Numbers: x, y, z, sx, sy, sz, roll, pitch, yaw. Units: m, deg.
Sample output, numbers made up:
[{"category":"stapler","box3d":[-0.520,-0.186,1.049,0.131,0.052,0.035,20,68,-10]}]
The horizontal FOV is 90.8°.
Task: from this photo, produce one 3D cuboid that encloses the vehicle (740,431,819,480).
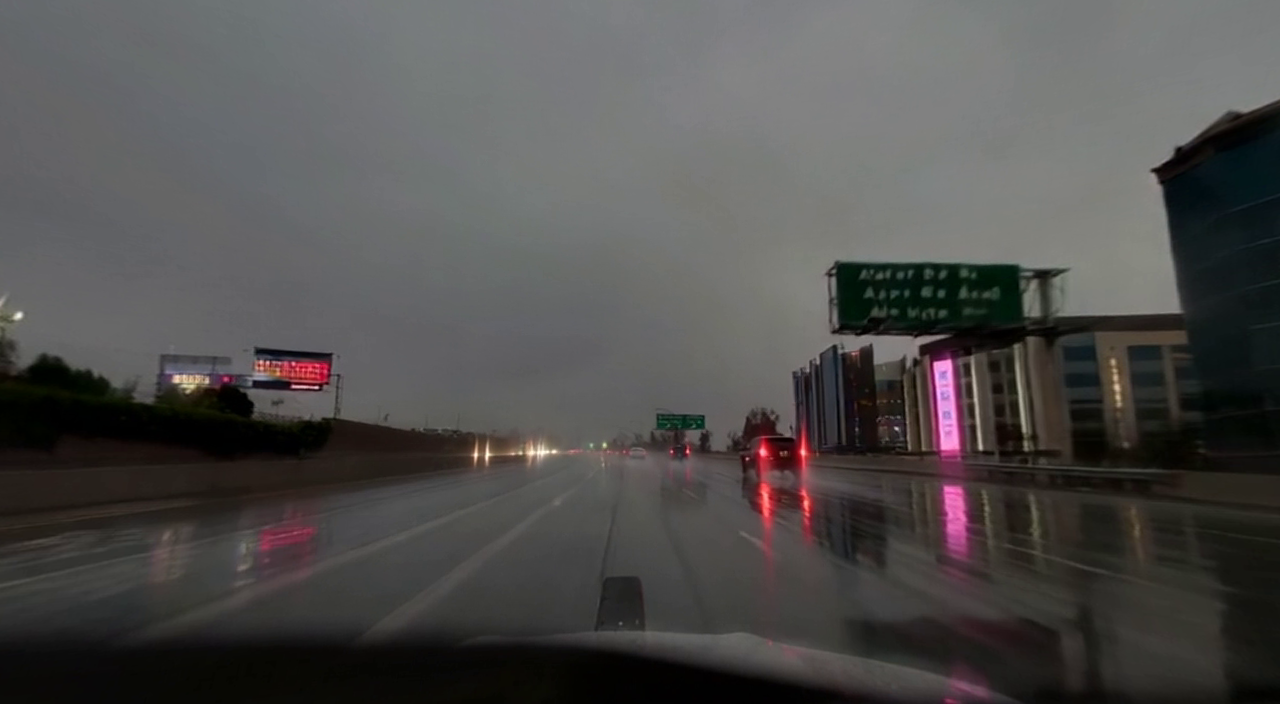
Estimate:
[{"category":"vehicle","box3d":[5.983,4.506,27.820,2.181,1.952,4.973,0,-8,-2]}]
